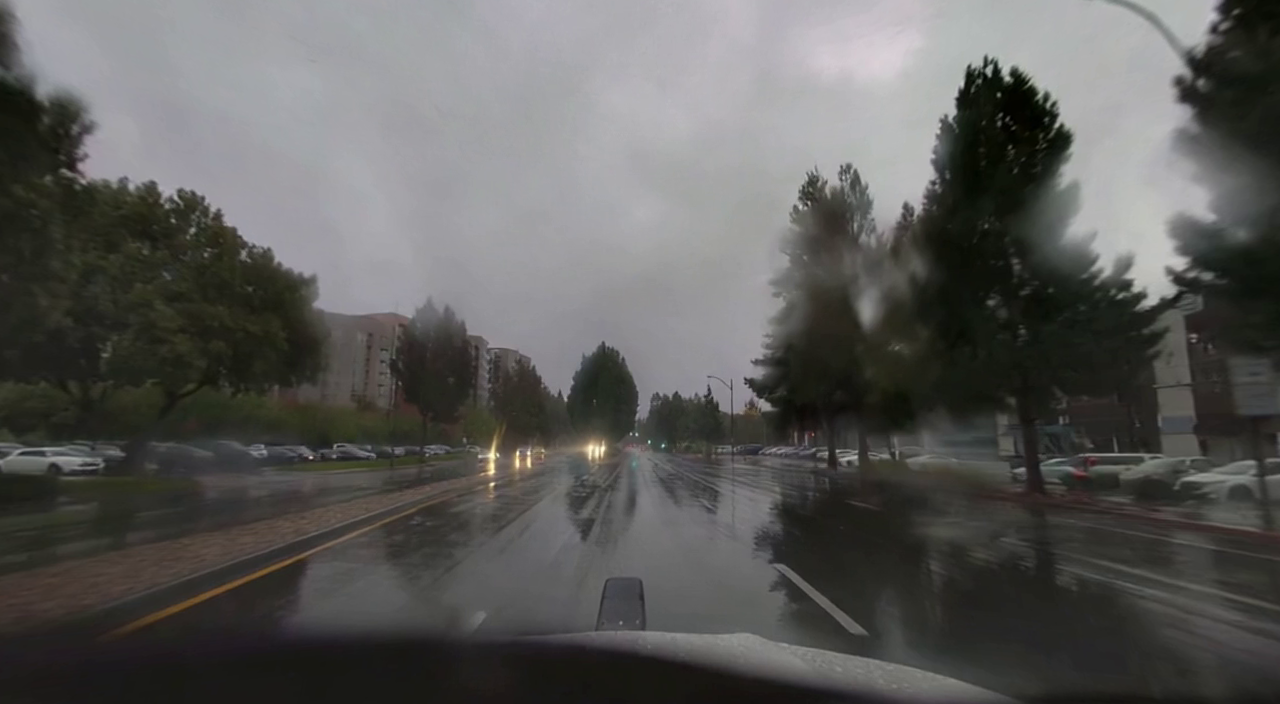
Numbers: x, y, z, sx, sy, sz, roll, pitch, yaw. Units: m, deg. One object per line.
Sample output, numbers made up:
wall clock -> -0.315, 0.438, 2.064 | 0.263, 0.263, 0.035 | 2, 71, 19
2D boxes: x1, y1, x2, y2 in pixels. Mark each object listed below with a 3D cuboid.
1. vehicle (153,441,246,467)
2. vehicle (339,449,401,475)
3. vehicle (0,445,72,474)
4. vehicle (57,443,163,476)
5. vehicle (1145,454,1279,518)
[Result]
vehicle -> -30.658, 7.101, 44.199 | 5.107, 1.753, 1.963 | 5, -10, -31
vehicle -> -16.415, 6.679, 38.624 | 1.876, 1.460, 4.433 | 0, -8, -1
vehicle -> -35.138, 6.076, 35.964 | 1.736, 1.414, 4.170 | 2, -8, -2
vehicle -> -29.580, 5.989, 35.494 | 1.950, 1.696, 4.597 | 0, -8, 0
vehicle -> 20.394, 4.401, 21.041 | 5.097, 1.936, 2.254 | 0, -9, 1
